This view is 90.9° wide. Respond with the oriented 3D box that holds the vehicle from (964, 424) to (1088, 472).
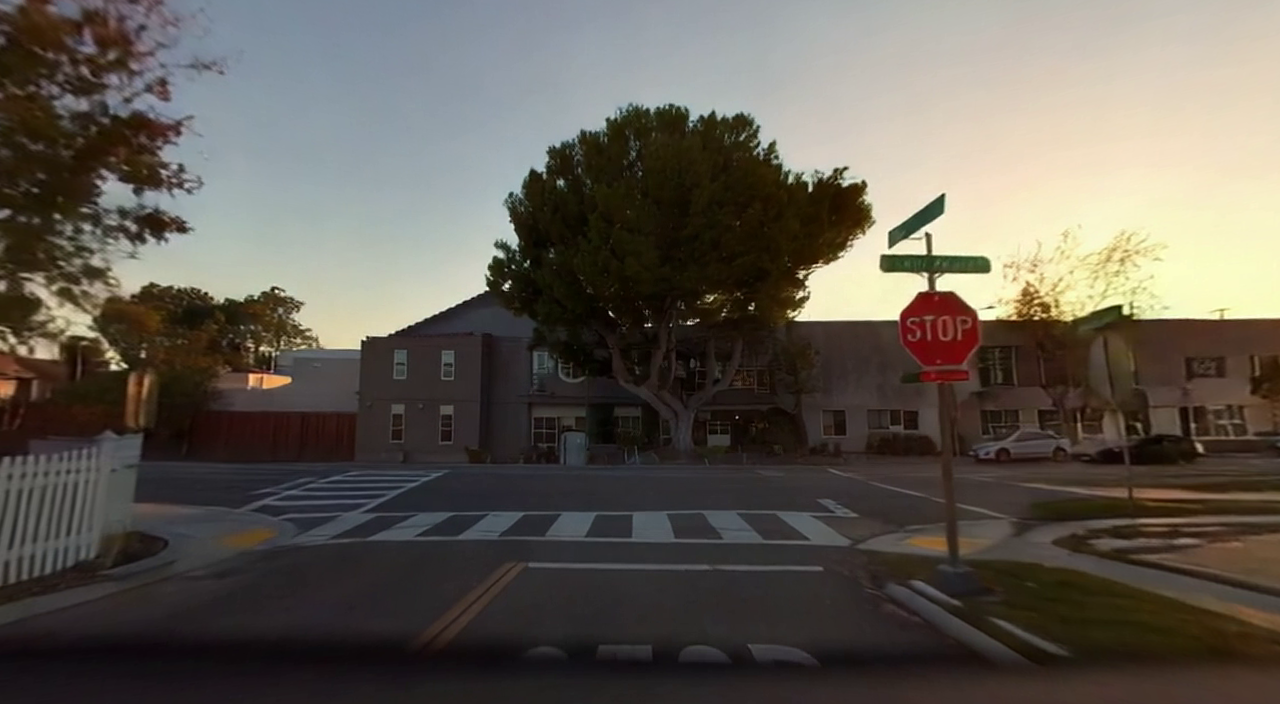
[{"bbox_3d":[18.855,4.729,31.023,2.395,2.164,4.475,5,-10,-28],"label":"vehicle"}]
